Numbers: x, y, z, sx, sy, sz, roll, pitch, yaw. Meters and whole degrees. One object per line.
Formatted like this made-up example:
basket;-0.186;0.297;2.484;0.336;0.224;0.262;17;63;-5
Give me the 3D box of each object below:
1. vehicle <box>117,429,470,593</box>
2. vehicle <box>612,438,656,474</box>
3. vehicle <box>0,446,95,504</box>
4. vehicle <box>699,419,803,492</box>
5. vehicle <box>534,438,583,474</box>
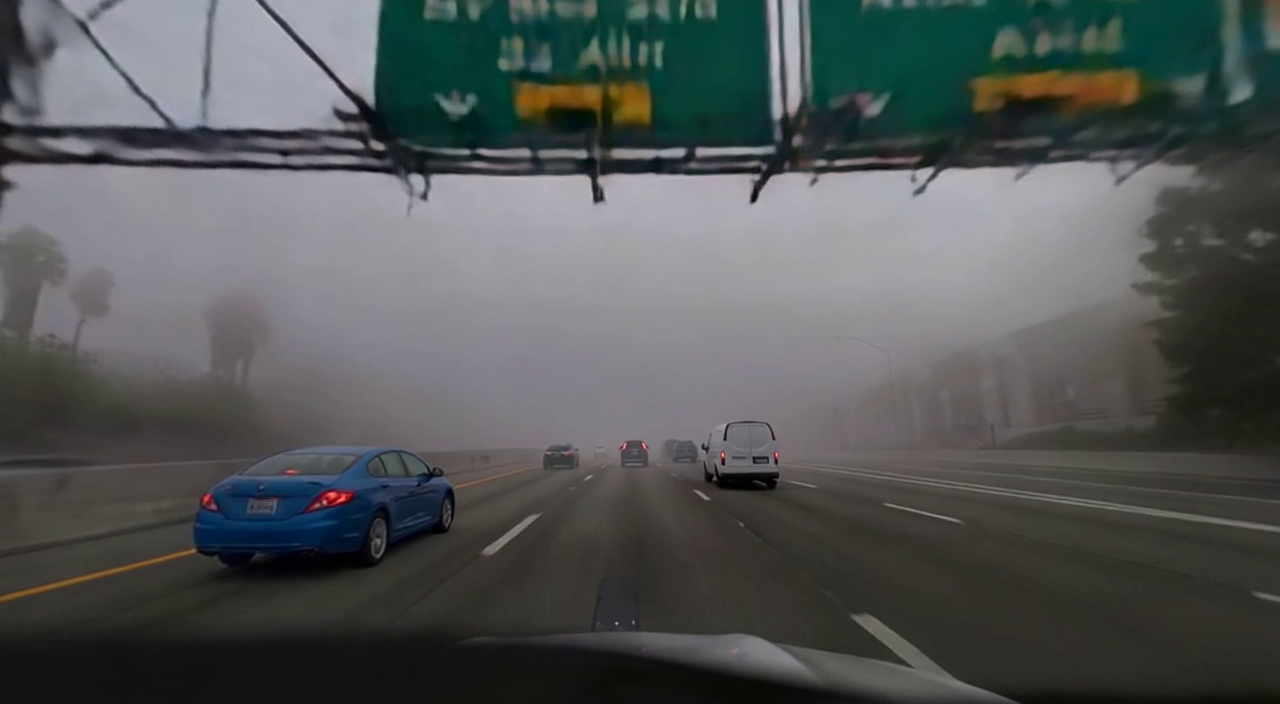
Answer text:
vehicle;-3.729;1.777;7.964;1.991;1.469;4.381;0;-9;0
vehicle;-0.317;5.495;33.610;2.212;1.786;4.198;0;-9;-1
vehicle;-21.212;4.033;20.950;2.054;1.809;4.665;0;-9;-1
vehicle;3.450;3.409;21.047;2.250;2.074;5.723;0;-9;-2
vehicle;-4.418;5.715;34.863;2.109;1.793;4.613;0;-9;0
